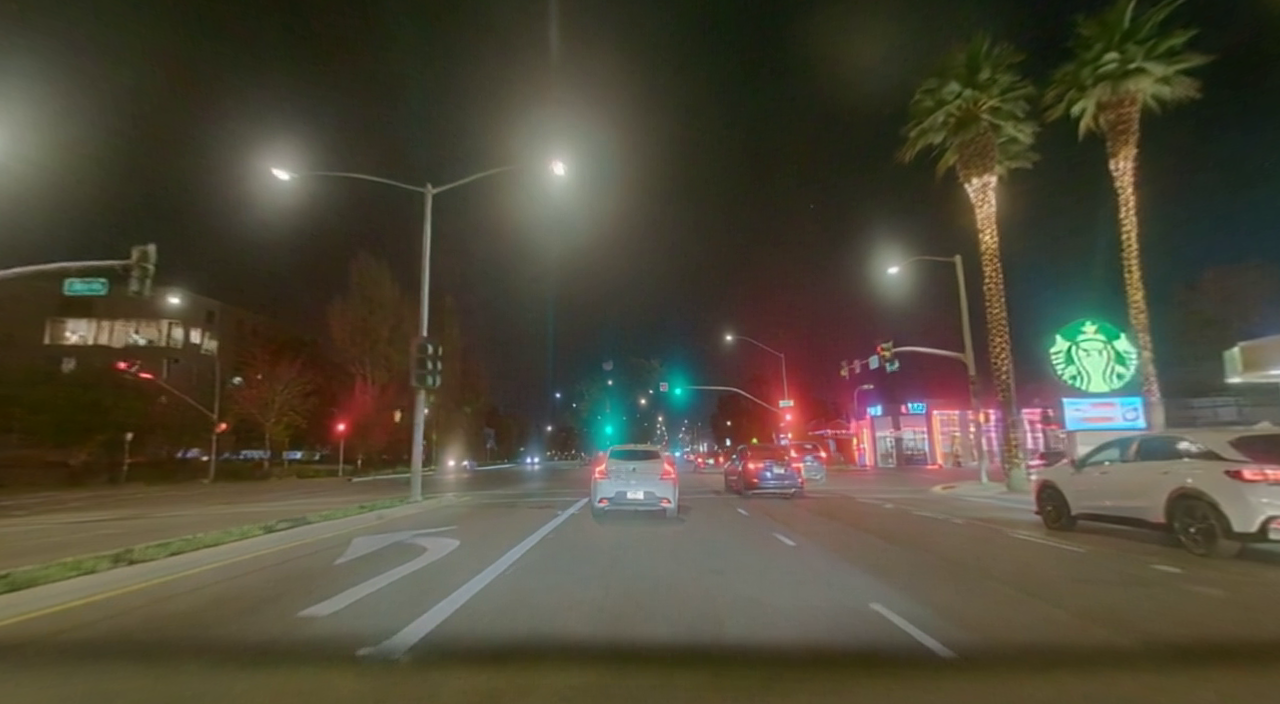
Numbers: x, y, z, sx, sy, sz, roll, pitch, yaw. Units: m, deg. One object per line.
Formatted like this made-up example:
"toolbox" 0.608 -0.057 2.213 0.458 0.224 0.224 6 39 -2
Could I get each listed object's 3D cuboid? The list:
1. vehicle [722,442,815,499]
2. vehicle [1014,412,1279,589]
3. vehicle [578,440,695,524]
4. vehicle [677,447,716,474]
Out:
"vehicle" 3.812 3.577 19.506 1.892 1.532 4.177 0 -8 -1
"vehicle" 7.042 1.712 8.066 1.940 1.674 4.085 0 -8 -1
"vehicle" -0.106 2.660 13.484 2.110 1.487 3.873 0 -8 -1
"vehicle" 3.494 6.795 39.839 2.012 1.570 4.600 0 -8 0
